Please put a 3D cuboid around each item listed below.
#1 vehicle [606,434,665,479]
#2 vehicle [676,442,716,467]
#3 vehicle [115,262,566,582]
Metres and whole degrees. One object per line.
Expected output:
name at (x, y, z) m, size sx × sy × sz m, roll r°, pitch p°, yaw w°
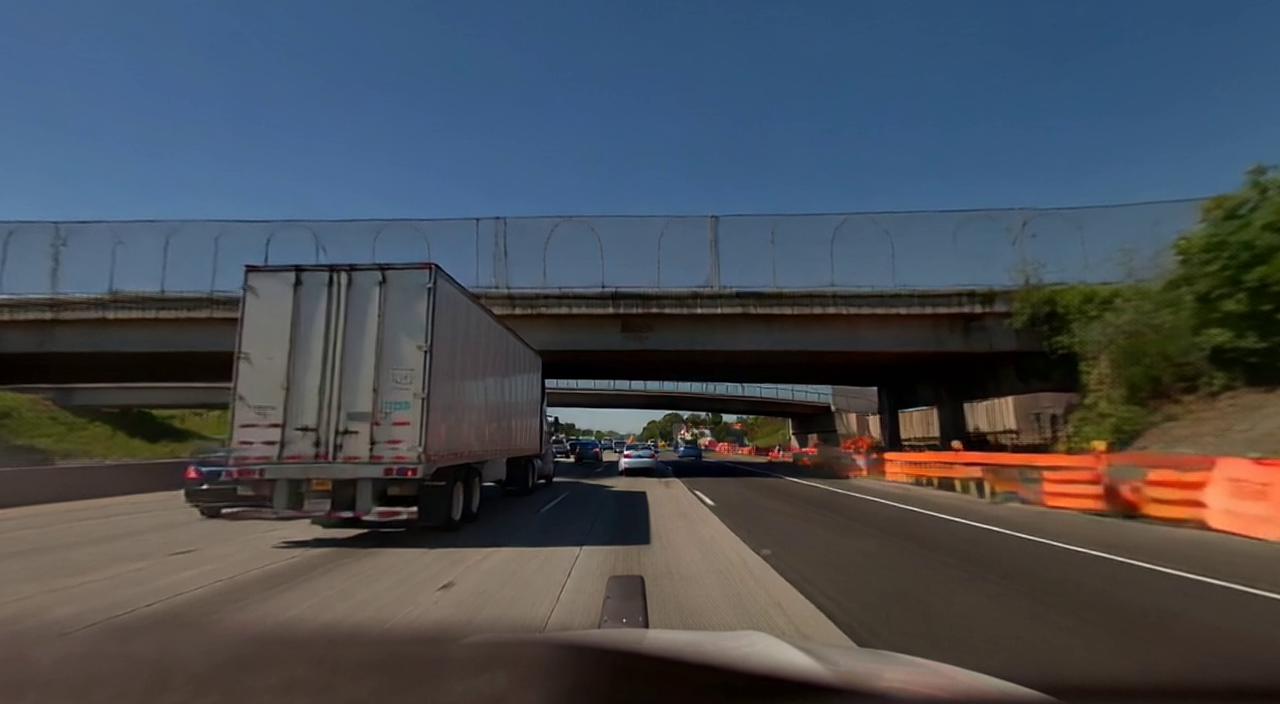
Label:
vehicle at (-0.182, 4.329, 26.436) m, size 2.270 × 1.696 × 4.061 m, roll 0°, pitch -8°, yaw 0°
vehicle at (3.415, 6.373, 39.334) m, size 2.003 × 1.465 × 4.092 m, roll 0°, pitch -8°, yaw -1°
vehicle at (-3.672, 1.449, 12.013) m, size 3.075 × 3.276 × 11.073 m, roll 0°, pitch -8°, yaw 1°
